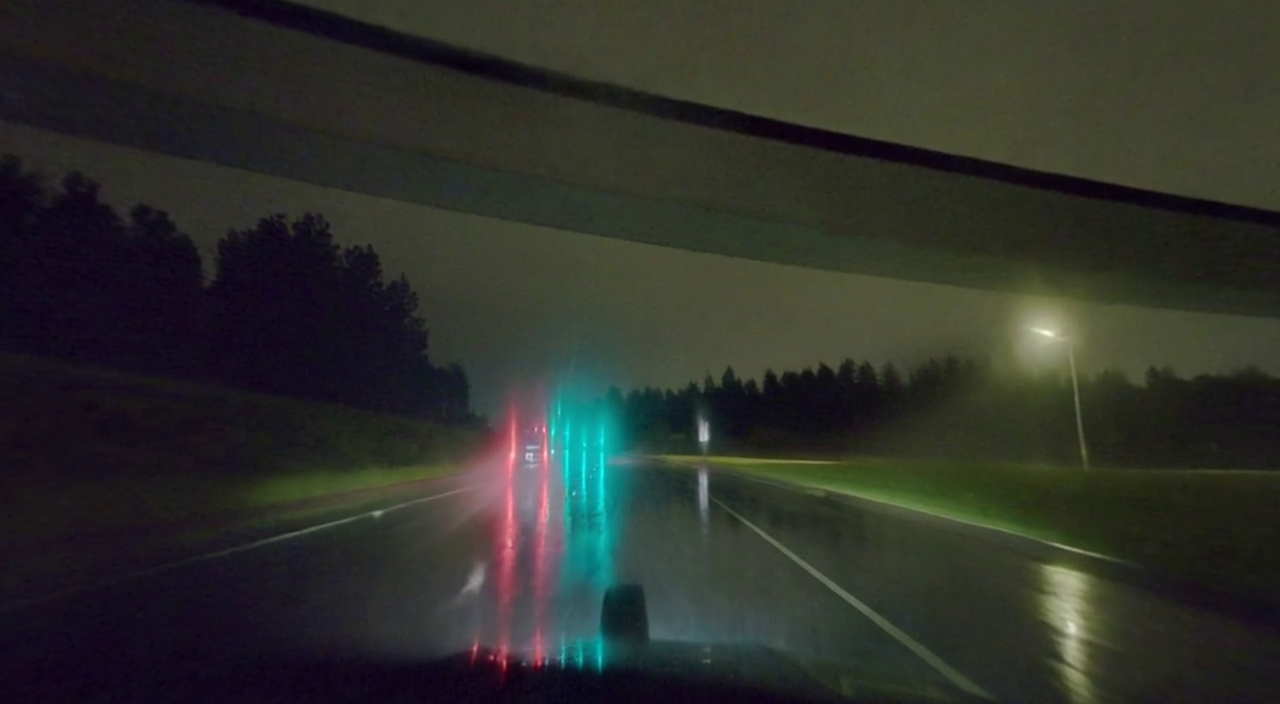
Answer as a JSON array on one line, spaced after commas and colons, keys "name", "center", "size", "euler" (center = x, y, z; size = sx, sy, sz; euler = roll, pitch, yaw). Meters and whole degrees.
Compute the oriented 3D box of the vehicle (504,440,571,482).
[{"name": "vehicle", "center": [-3.937, 4.279, 25.015], "size": [1.968, 1.503, 4.443], "euler": [0, -8, -1]}]
